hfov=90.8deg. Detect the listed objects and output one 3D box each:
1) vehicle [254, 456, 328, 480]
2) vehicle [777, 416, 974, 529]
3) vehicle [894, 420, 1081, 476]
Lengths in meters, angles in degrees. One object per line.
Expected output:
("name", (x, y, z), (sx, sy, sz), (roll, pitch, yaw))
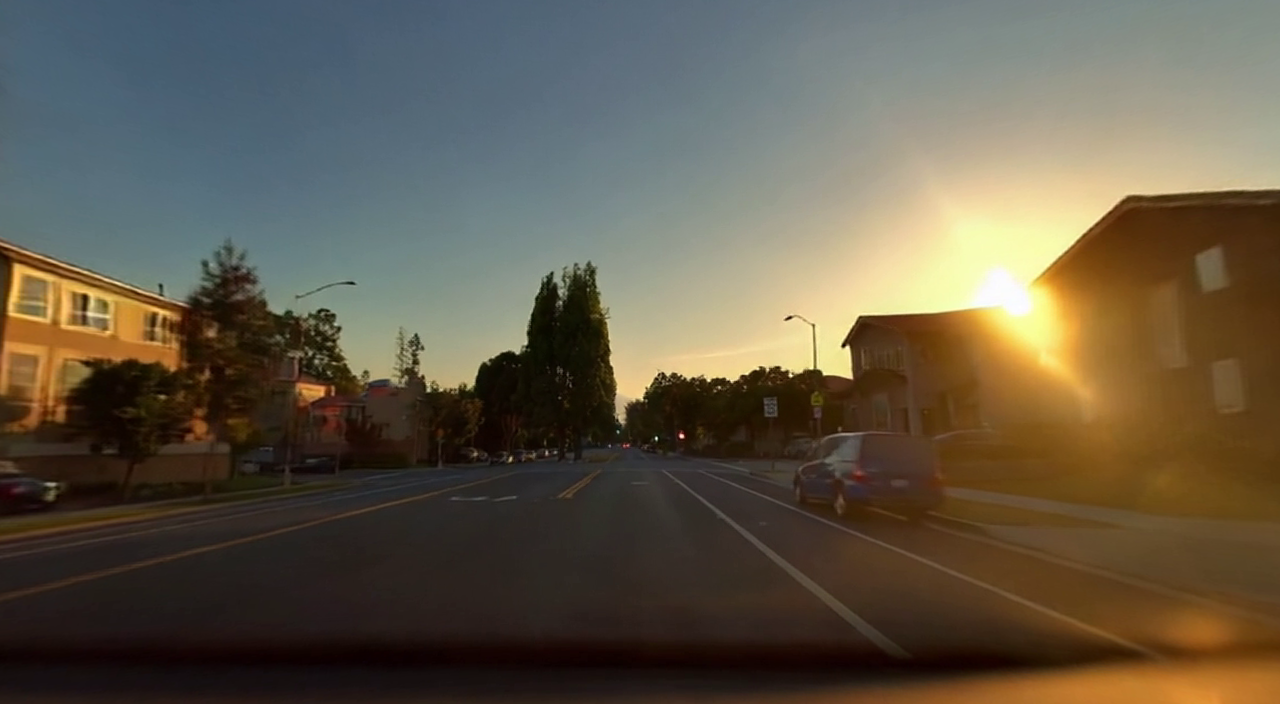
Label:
("vehicle", (-22.787, 7.596, 41.344), (3.687, 1.465, 1.855), (0, -8, -1))
("vehicle", (4.438, 2.359, 12.937), (2.052, 1.859, 4.778), (0, -9, -2))
("vehicle", (12.114, 3.383, 22.275), (5.202, 1.730, 2.357), (-1, -9, -5))
